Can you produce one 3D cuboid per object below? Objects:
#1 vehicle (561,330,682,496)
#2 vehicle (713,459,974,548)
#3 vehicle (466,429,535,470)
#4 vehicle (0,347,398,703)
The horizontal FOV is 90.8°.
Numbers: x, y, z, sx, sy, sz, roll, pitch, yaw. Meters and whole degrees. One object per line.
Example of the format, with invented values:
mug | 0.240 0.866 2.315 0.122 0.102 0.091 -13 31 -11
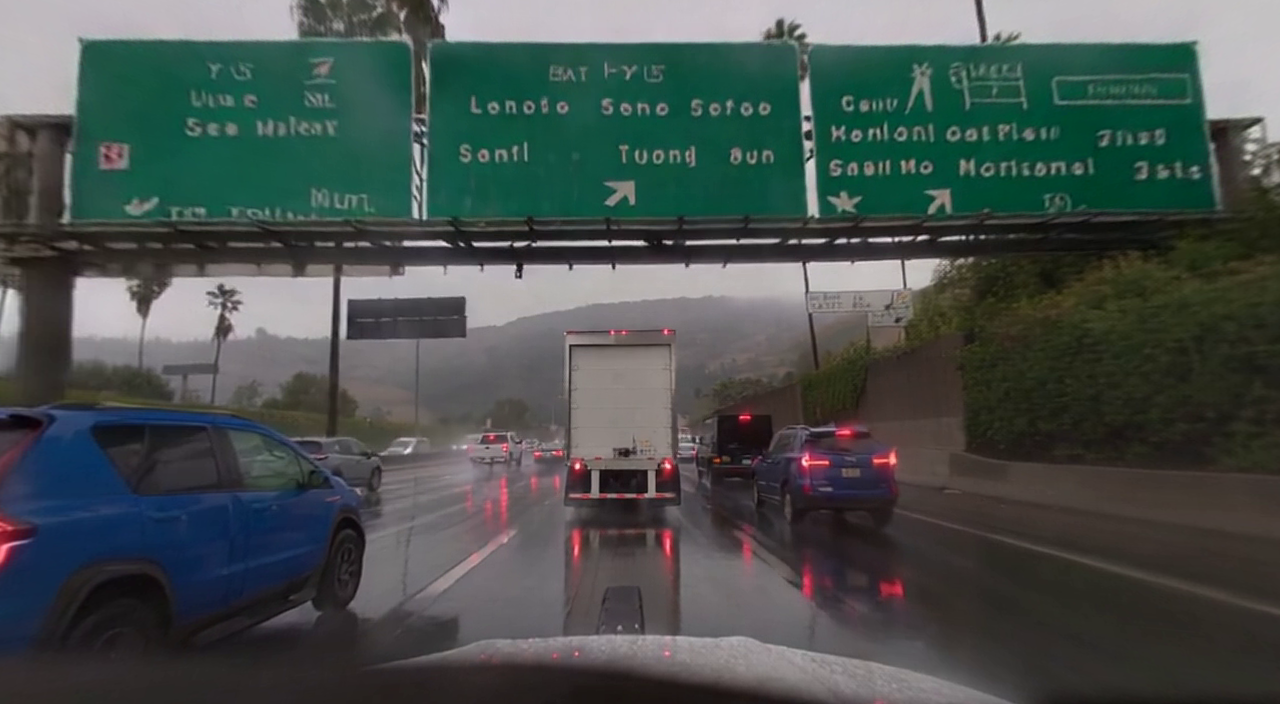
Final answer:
vehicle | -0.423 2.274 20.810 2.906 4.040 10.743 0 -9 0
vehicle | 2.977 2.441 11.041 2.635 1.036 5.568 0 -9 -1
vehicle | -7.210 5.132 33.349 2.344 1.954 5.579 0 -9 0
vehicle | -3.214 1.060 3.789 1.885 1.654 4.103 0 -9 0
